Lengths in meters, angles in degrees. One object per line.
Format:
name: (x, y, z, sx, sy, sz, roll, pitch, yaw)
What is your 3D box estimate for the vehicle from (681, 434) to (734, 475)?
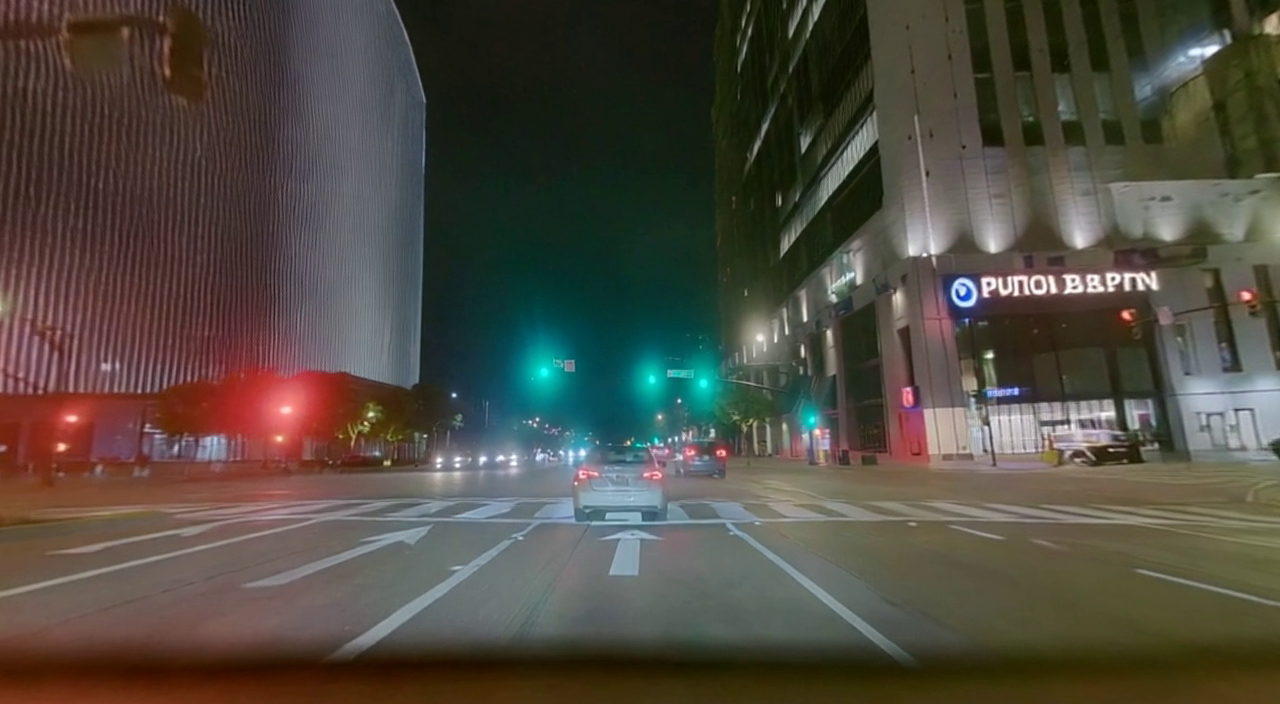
vehicle: (3.202, 4.906, 30.601, 2.078, 1.799, 4.089, 1, -7, -1)

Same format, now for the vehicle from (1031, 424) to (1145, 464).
vehicle: (23.961, 4.957, 33.925, 4.384, 2.000, 2.345, 1, -8, -4)

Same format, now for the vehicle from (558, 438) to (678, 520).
vehicle: (-0.436, 2.565, 13.419, 2.144, 1.398, 3.963, 1, -7, -1)
